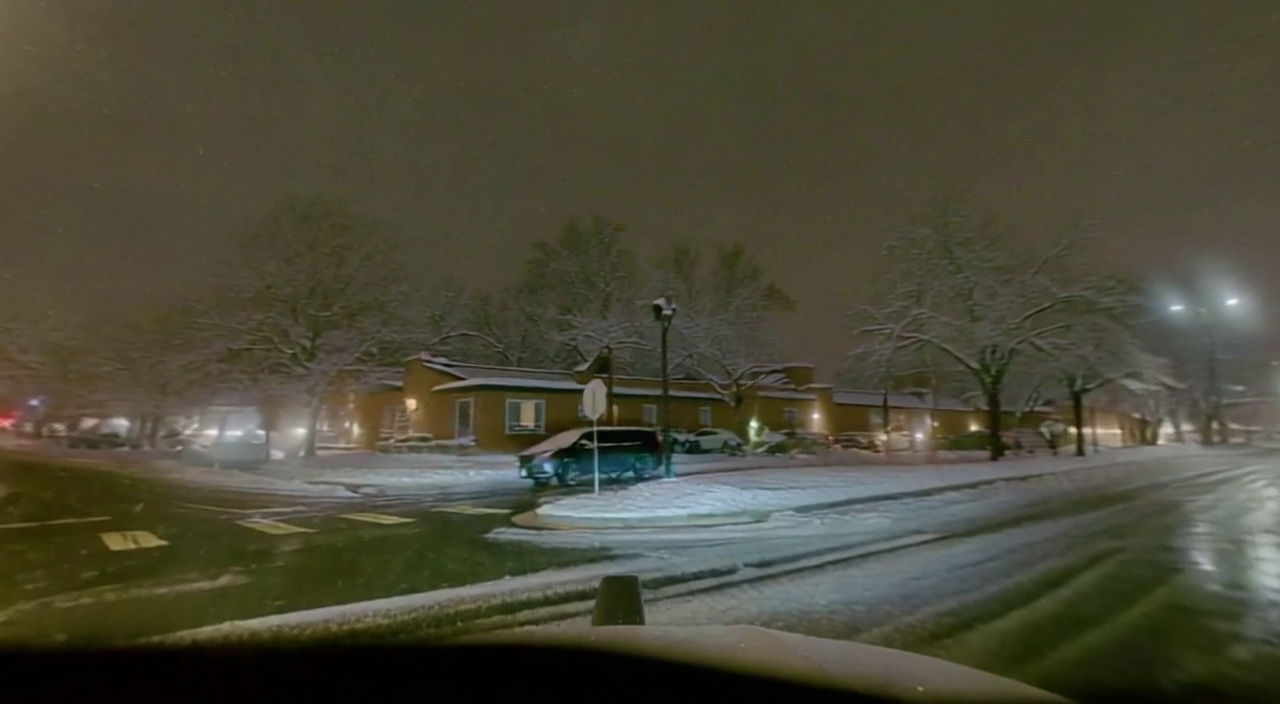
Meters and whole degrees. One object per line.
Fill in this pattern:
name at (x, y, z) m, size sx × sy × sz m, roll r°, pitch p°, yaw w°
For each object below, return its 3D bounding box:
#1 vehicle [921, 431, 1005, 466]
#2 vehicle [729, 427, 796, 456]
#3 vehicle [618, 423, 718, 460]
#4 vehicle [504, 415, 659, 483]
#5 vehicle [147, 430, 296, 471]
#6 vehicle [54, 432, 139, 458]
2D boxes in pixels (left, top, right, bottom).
vehicle at (17.079, 5.066, 33.463) m, size 3.635 × 1.521 × 1.726 m, roll -3°, pitch -6°, yaw 39°
vehicle at (8.126, 5.981, 42.130) m, size 3.928 × 1.784 × 1.895 m, roll -8°, pitch -12°, yaw 41°
vehicle at (1.410, 4.840, 33.939) m, size 5.193 × 1.830 × 2.049 m, roll -7°, pitch -11°, yaw 40°
vehicle at (-1.712, 3.048, 19.918) m, size 2.174 × 1.863 × 4.651 m, roll -7°, pitch -11°, yaw 40°
vehicle at (-17.228, 4.083, 26.231) m, size 1.919 × 1.502 × 4.695 m, roll -7°, pitch -11°, yaw 38°
vehicle at (-42.367, 7.246, 49.307) m, size 4.998 × 1.924 × 2.262 m, roll -2°, pitch -9°, yaw 11°
